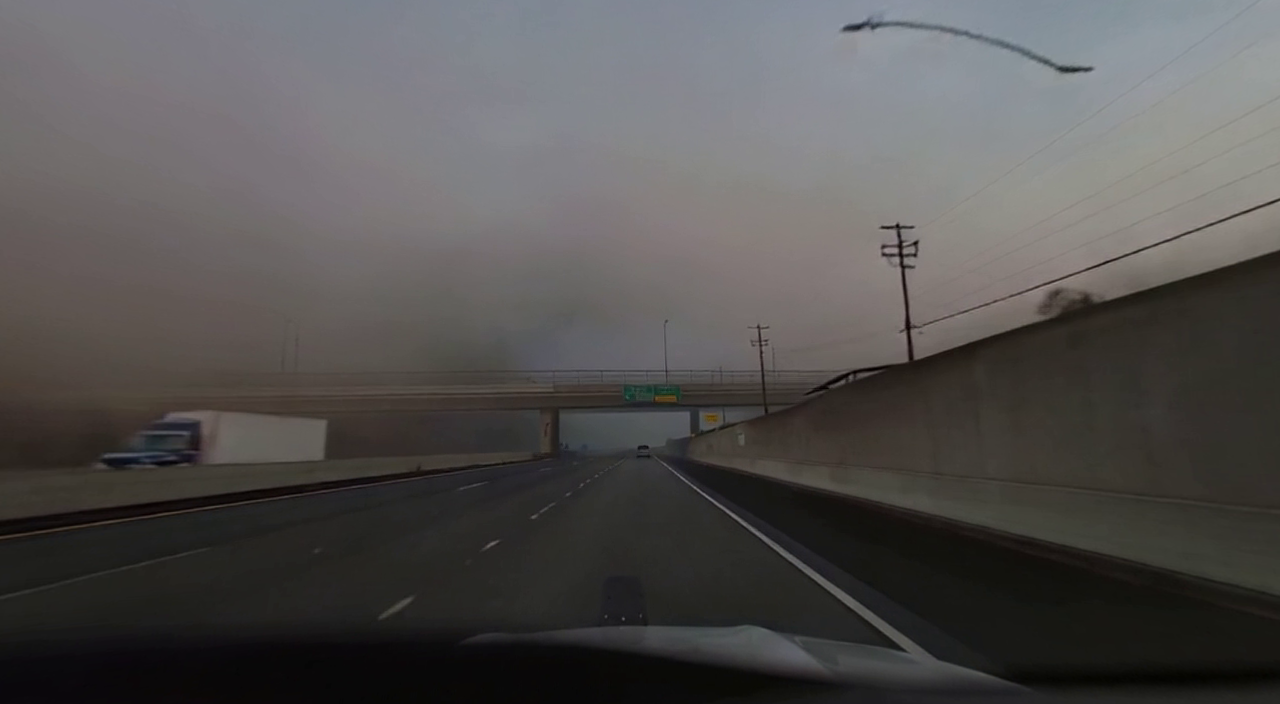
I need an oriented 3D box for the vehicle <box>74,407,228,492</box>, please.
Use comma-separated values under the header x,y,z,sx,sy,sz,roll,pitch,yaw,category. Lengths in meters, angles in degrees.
x,y,z,sx,sy,sz,roll,pitch,yaw,category
-24.879,5.013,32.550,2.975,3.919,5.951,0,-9,-1,vehicle
